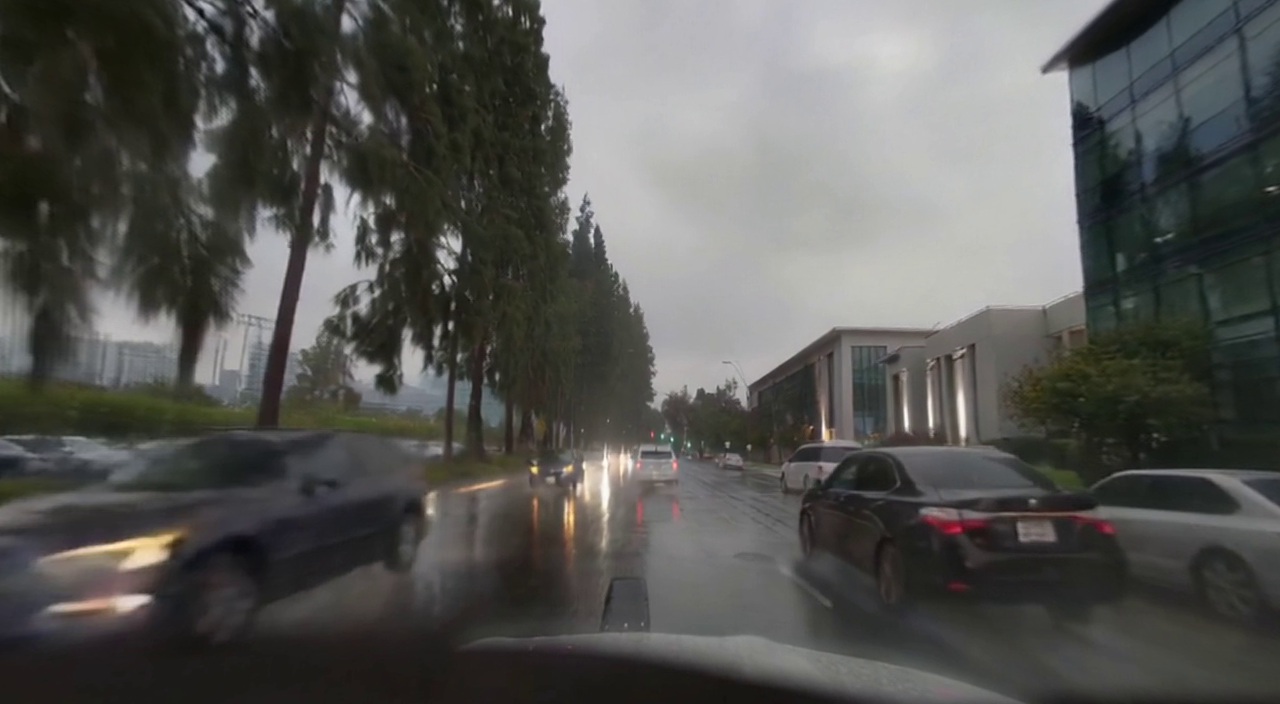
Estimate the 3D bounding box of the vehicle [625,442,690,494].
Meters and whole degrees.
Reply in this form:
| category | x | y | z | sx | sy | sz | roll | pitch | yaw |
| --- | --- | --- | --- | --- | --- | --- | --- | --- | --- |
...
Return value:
| category | x | y | z | sx | sy | sz | roll | pitch | yaw |
| --- | --- | --- | --- | --- | --- | --- | --- | --- | --- |
| vehicle | 0.595 | 4.047 | 22.284 | 2.105 | 1.653 | 3.887 | 0 | -9 | 1 |

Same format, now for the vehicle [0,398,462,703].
| category | x | y | z | sx | sy | sz | roll | pitch | yaw |
| --- | --- | --- | --- | --- | --- | --- | --- | --- | --- |
| vehicle | -3.425 | 1.470 | 5.887 | 2.167 | 1.717 | 4.448 | 0 | -9 | 0 |

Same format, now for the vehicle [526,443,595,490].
| category | x | y | z | sx | sy | sz | roll | pitch | yaw |
| --- | --- | --- | --- | --- | --- | --- | --- | --- | --- |
| vehicle | -3.109 | 4.585 | 25.517 | 2.124 | 1.731 | 4.227 | 0 | -9 | 2 |

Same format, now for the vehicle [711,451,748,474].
| category | x | y | z | sx | sy | sz | roll | pitch | yaw |
| --- | --- | --- | --- | --- | --- | --- | --- | --- | --- |
| vehicle | 6.216 | 7.746 | 44.291 | 1.885 | 1.467 | 4.546 | 0 | -9 | 0 |

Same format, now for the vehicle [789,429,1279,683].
| category | x | y | z | sx | sy | sz | roll | pitch | yaw |
| --- | --- | --- | --- | --- | --- | --- | --- | --- | --- |
| vehicle | 2.910 | 1.567 | 5.982 | 1.991 | 1.536 | 4.116 | 0 | -9 | 0 |
